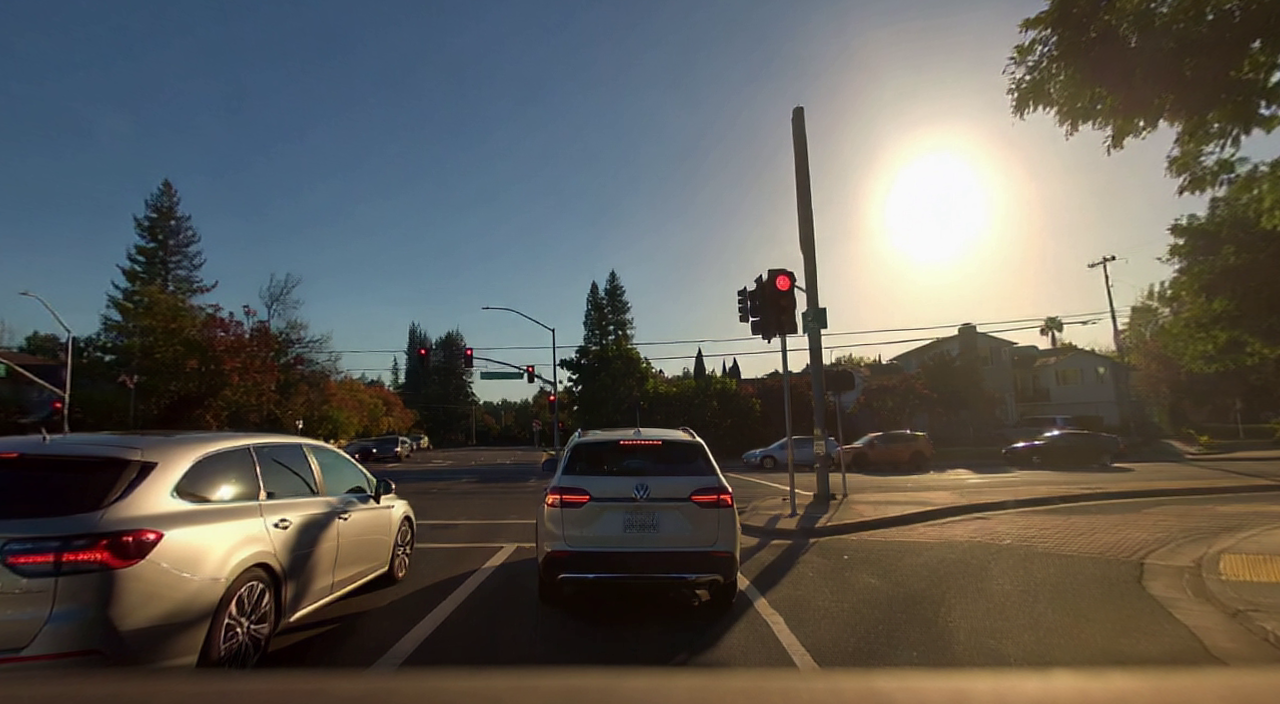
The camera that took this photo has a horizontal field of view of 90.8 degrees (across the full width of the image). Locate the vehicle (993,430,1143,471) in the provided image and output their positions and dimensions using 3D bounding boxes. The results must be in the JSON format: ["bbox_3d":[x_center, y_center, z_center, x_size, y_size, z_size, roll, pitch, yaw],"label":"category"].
[{"bbox_3d":[17.625,4.090,26.241,4.670,1.616,1.926,-1,-9,6],"label":"vehicle"}]

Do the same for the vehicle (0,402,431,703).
[{"bbox_3d":[-3.284,1.271,4.693,2.035,1.492,4.415,0,-9,-1],"label":"vehicle"}]

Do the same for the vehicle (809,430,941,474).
[{"bbox_3d":[9.927,4.277,27.089,4.887,1.769,2.035,-1,-9,6],"label":"vehicle"}]

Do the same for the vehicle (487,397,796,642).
[{"bbox_3d":[-0.130,1.468,6.552,2.154,1.670,4.140,1,-9,-4],"label":"vehicle"}]
